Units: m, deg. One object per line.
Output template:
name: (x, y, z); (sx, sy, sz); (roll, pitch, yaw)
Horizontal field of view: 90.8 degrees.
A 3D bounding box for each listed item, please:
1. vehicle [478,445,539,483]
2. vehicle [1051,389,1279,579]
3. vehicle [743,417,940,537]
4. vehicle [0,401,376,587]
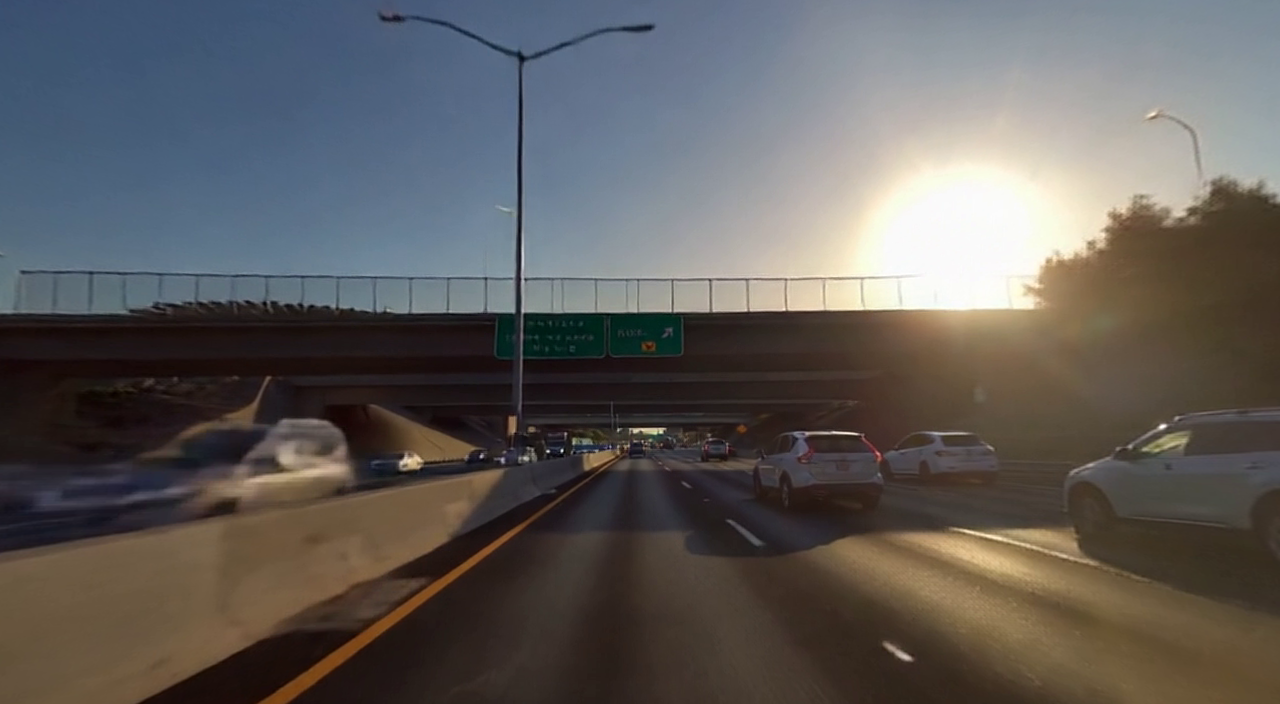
vehicle: (-5.725, 4.919, 27.943); (1.888, 1.532, 3.906); (0, -9, 0)
vehicle: (7.146, 1.375, 6.784); (2.040, 1.801, 4.959); (0, -9, -1)
vehicle: (3.254, 2.120, 11.307); (2.059, 1.711, 4.302); (0, -9, 0)
vehicle: (-5.632, 1.762, 8.667); (2.048, 1.838, 4.587); (0, -9, -1)
